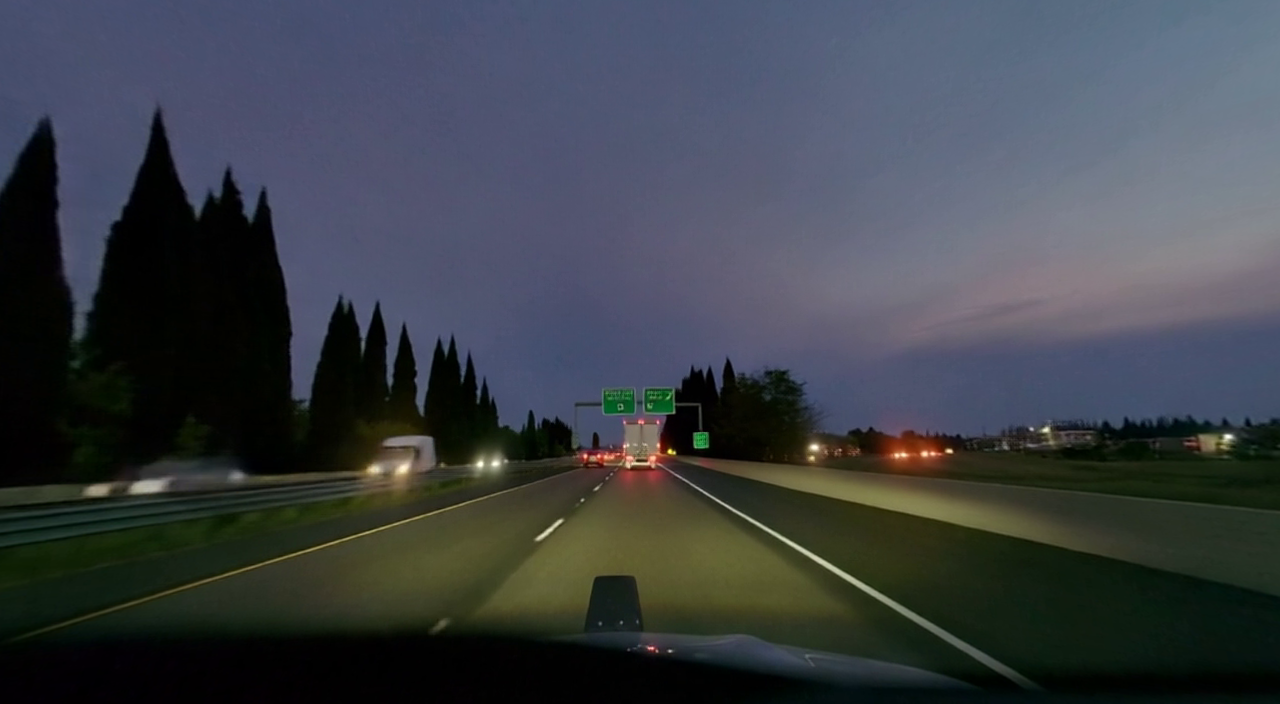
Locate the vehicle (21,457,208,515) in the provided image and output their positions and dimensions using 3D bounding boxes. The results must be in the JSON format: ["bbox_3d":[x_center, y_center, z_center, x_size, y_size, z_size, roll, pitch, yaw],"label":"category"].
[{"bbox_3d":[-15.402,3.911,18.899,1.788,1.457,4.431,0,-9,0],"label":"vehicle"}]

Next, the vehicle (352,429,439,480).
[{"bbox_3d":[-12.583,5.352,32.998,2.240,2.396,5.777,0,-9,0],"label":"vehicle"}]

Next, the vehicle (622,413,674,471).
[{"bbox_3d":[0.326,7.233,49.883,3.341,3.725,18.015,0,-9,-1],"label":"vehicle"}]
